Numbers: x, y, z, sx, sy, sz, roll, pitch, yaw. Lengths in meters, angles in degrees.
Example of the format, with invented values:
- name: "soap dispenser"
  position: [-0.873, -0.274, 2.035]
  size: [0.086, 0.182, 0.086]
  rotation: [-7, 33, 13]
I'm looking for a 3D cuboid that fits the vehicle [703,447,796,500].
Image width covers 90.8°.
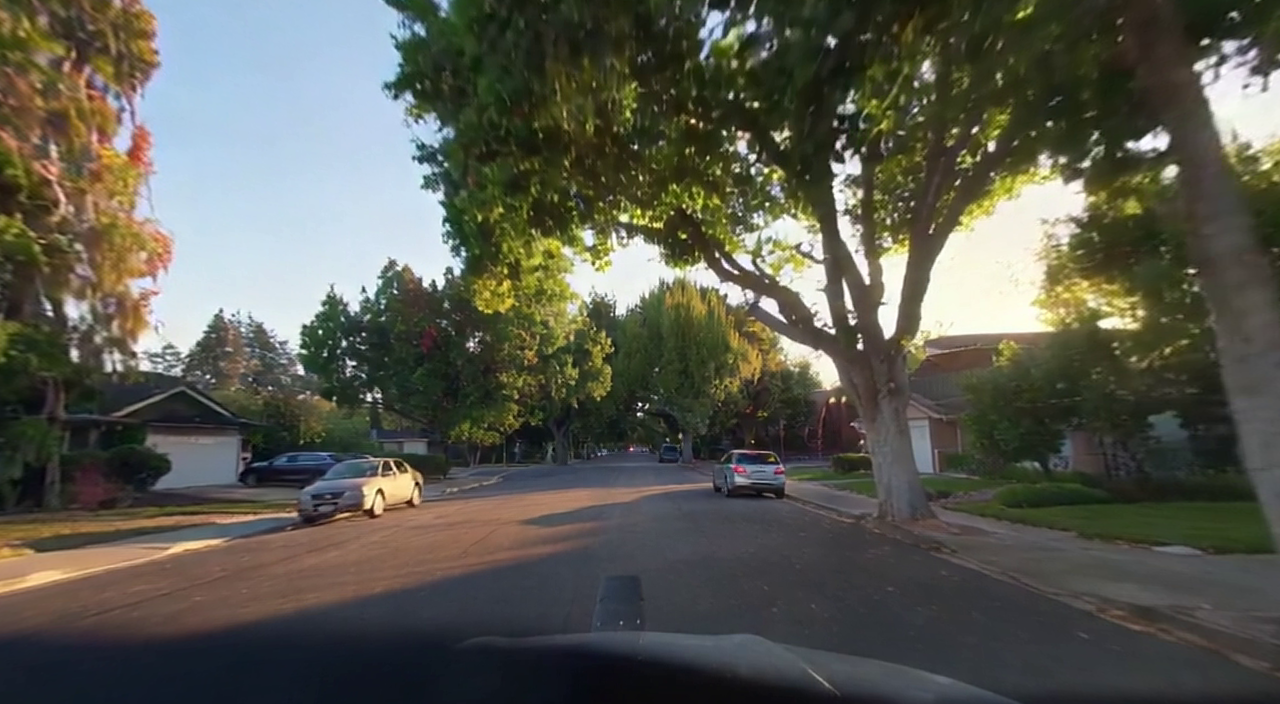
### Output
- name: "vehicle"
  position: [3.279, 3.723, 19.838]
  size: [1.986, 1.476, 4.306]
  rotation: [0, -9, -2]

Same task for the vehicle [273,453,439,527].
- name: "vehicle"
  position: [-6.650, 3.235, 15.462]
  size: [2.035, 1.480, 4.508]
  rotation: [0, -9, -1]
